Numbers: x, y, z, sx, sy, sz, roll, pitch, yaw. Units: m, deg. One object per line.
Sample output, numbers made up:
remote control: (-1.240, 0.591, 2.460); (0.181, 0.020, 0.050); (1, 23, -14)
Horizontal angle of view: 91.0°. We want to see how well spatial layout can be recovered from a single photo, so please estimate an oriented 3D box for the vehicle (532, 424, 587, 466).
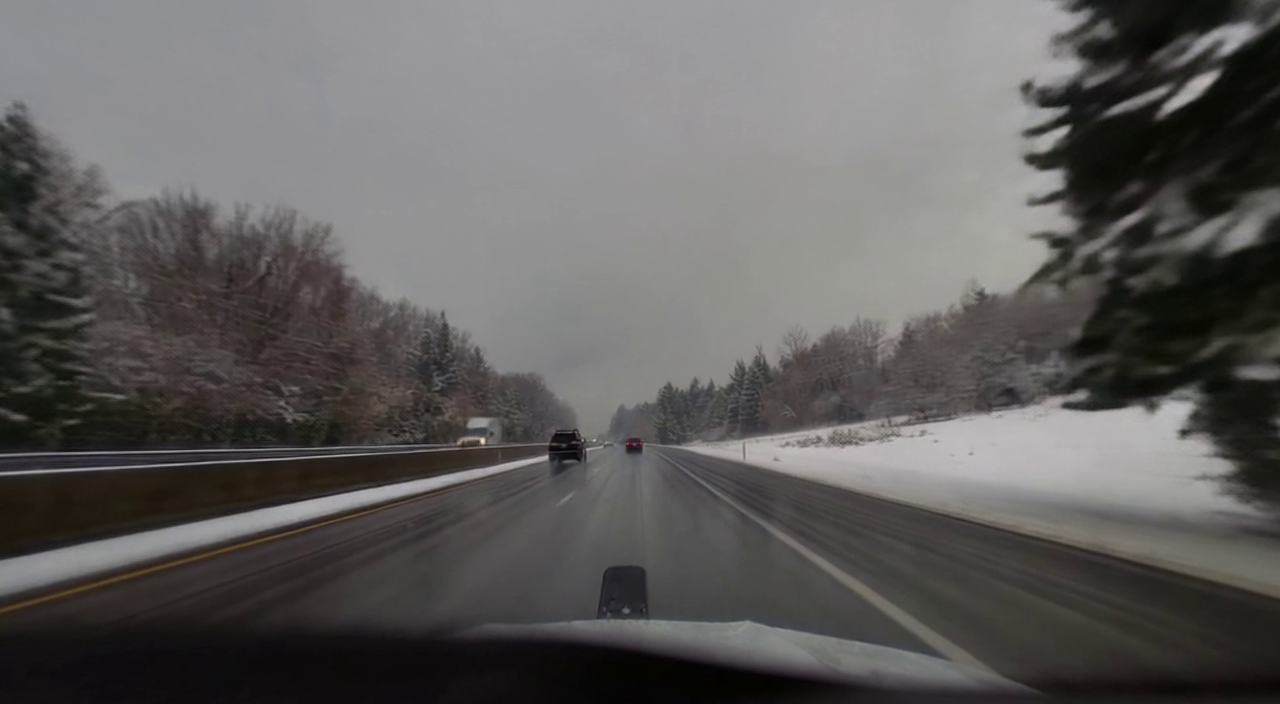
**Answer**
vehicle: (-4.102, 4.845, 32.924); (2.241, 2.034, 4.890); (0, -8, -1)
